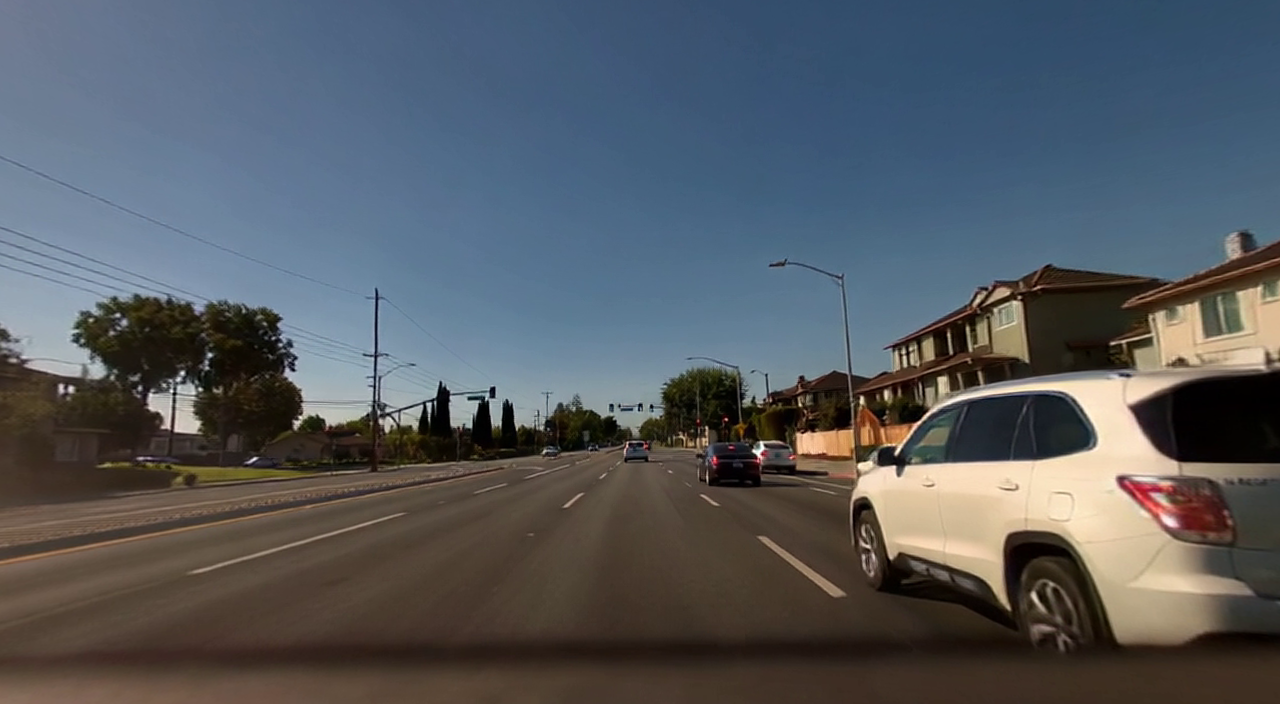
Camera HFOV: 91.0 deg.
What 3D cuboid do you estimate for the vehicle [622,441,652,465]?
[{"bbox_3d":[-0.213,7.488,46.649,2.146,1.685,4.003,0,-9,0],"label":"vehicle"}]

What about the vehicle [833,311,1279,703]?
[{"bbox_3d":[3.155,1.065,4.368,2.129,1.761,4.610,0,-9,0],"label":"vehicle"}]

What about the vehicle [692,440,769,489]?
[{"bbox_3d":[2.933,3.739,21.272,1.889,1.451,4.180,0,-9,-1],"label":"vehicle"}]

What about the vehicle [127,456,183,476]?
[{"bbox_3d":[-38.451,8.989,49.836,4.260,1.501,1.892,-5,-10,30],"label":"vehicle"}]

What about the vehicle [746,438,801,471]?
[{"bbox_3d":[7.577,5.868,36.258,2.172,1.745,4.608,0,-9,0],"label":"vehicle"}]
